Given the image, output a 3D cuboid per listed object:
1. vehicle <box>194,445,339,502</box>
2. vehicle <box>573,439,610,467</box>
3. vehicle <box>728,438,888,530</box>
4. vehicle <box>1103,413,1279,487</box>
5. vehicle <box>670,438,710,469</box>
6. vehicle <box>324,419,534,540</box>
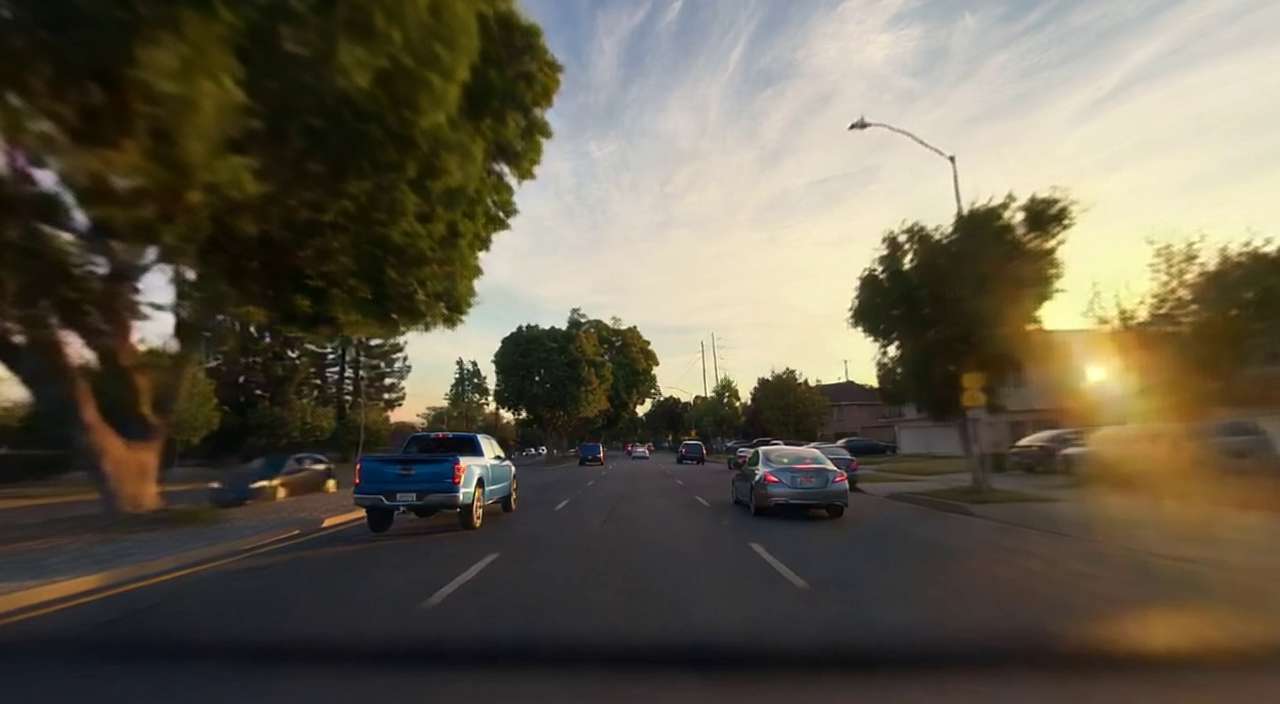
[{"bbox_3d":[-12.013,3.899,20.764,1.949,1.624,4.567,0,-8,0],"label":"vehicle"},{"bbox_3d":[-3.321,7.044,44.128,2.218,1.829,4.492,0,-8,0],"label":"vehicle"},{"bbox_3d":[3.033,2.456,12.413,1.884,1.463,4.195,0,-8,-2],"label":"vehicle"},{"bbox_3d":[15.023,2.530,16.445,4.320,1.792,1.989,0,-8,-1],"label":"vehicle"},{"bbox_3d":[3.129,6.458,40.379,2.099,1.845,4.363,0,-8,-2],"label":"vehicle"},{"bbox_3d":[-3.537,2.261,11.943,2.111,1.745,5.274,0,-8,0],"label":"vehicle"}]
